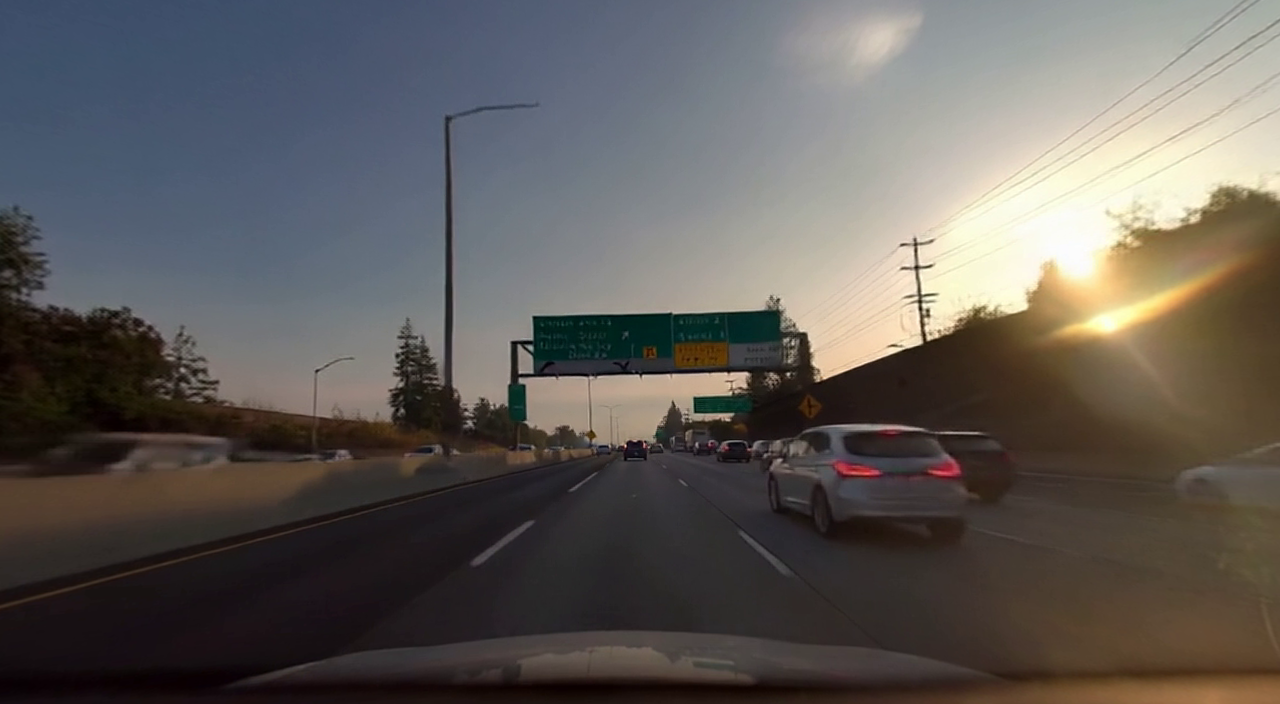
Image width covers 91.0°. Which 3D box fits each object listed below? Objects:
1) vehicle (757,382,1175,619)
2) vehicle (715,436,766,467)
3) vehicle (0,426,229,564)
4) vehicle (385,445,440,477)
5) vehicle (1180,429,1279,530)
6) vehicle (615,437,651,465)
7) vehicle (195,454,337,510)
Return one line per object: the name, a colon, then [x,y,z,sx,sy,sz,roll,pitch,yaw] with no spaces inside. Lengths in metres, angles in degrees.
vehicle: [2.988,1.501,7.368,2.152,1.821,4.853,0,-8,-2]
vehicle: [6.419,6.405,40.652,2.145,1.822,4.791,1,-8,-4]
vehicle: [-8.783,2.013,9.497,2.047,1.650,4.600,0,-8,-1]
vehicle: [-15.645,7.475,43.563,2.010,2.033,5.111,1,-8,-2]
vehicle: [10.372,1.774,8.554,1.890,1.474,4.662,0,-8,-1]
vehicle: [-0.504,6.687,42.556,2.314,1.796,4.254,0,-8,-1]
vehicle: [-11.858,4.109,20.376,1.893,1.508,4.418,0,-8,0]
